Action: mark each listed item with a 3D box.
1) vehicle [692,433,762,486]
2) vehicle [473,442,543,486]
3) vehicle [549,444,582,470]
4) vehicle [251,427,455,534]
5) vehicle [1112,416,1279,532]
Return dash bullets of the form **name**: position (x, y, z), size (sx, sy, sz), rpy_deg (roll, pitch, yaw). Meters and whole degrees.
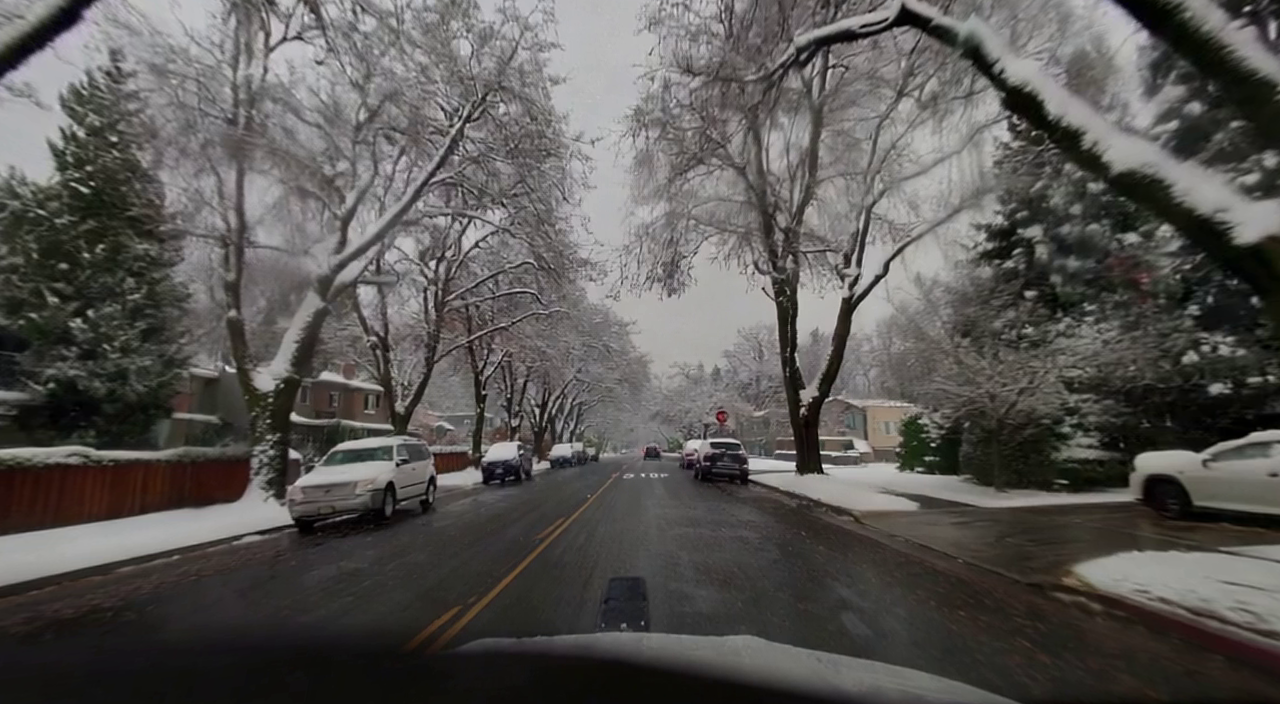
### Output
- **vehicle**: position (3.186, 4.043, 24.088), size (2.117, 1.807, 4.964), rpy_deg (0, -8, 2)
- **vehicle**: position (-5.598, 4.793, 27.366), size (2.007, 1.709, 4.502), rpy_deg (0, -8, 0)
- **vehicle**: position (-5.177, 7.311, 44.156), size (1.955, 1.659, 4.324), rpy_deg (0, -8, -2)
- **vehicle**: position (-5.777, 2.633, 13.556), size (2.165, 1.758, 4.701), rpy_deg (-3, -9, 1)
- **vehicle**: position (9.366, 1.637, 8.518), size (2.046, 1.507, 4.665), rpy_deg (1, -8, -6)
